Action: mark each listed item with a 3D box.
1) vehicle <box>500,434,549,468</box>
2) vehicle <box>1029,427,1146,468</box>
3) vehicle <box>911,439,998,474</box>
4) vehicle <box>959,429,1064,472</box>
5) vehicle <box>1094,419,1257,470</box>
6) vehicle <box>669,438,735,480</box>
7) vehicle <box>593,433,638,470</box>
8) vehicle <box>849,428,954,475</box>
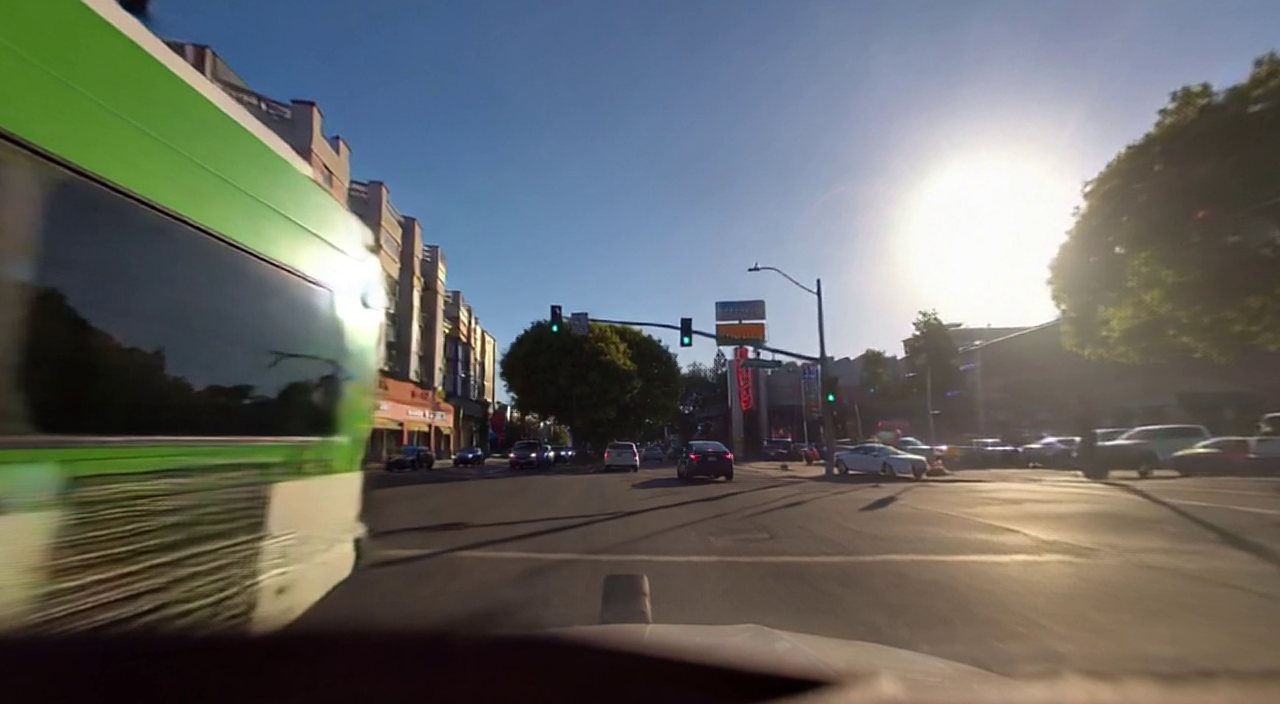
[{"bbox_3d":[-6.700,5.750,37.011,2.242,1.740,4.659,-1,-7,-3],"label":"vehicle"},{"bbox_3d":[20.420,4.385,29.039,2.143,1.731,4.290,0,-8,-1],"label":"vehicle"},{"bbox_3d":[14.255,4.722,28.833,1.860,1.443,3.772,0,-8,-3],"label":"vehicle"},{"bbox_3d":[17.082,4.556,29.310,2.020,1.796,4.600,-1,-8,0],"label":"vehicle"},{"bbox_3d":[24.008,4.164,28.665,2.384,1.959,5.372,-2,-7,-4],"label":"vehicle"},{"bbox_3d":[2.403,4.261,25.442,2.046,1.540,3.883,0,-8,-3],"label":"vehicle"},{"bbox_3d":[-1.309,5.411,34.474,2.301,1.837,4.411,0,-8,-2],"label":"vehicle"},{"bbox_3d":[11.803,4.538,28.943,2.304,1.907,4.844,0,-8,-6],"label":"vehicle"}]
